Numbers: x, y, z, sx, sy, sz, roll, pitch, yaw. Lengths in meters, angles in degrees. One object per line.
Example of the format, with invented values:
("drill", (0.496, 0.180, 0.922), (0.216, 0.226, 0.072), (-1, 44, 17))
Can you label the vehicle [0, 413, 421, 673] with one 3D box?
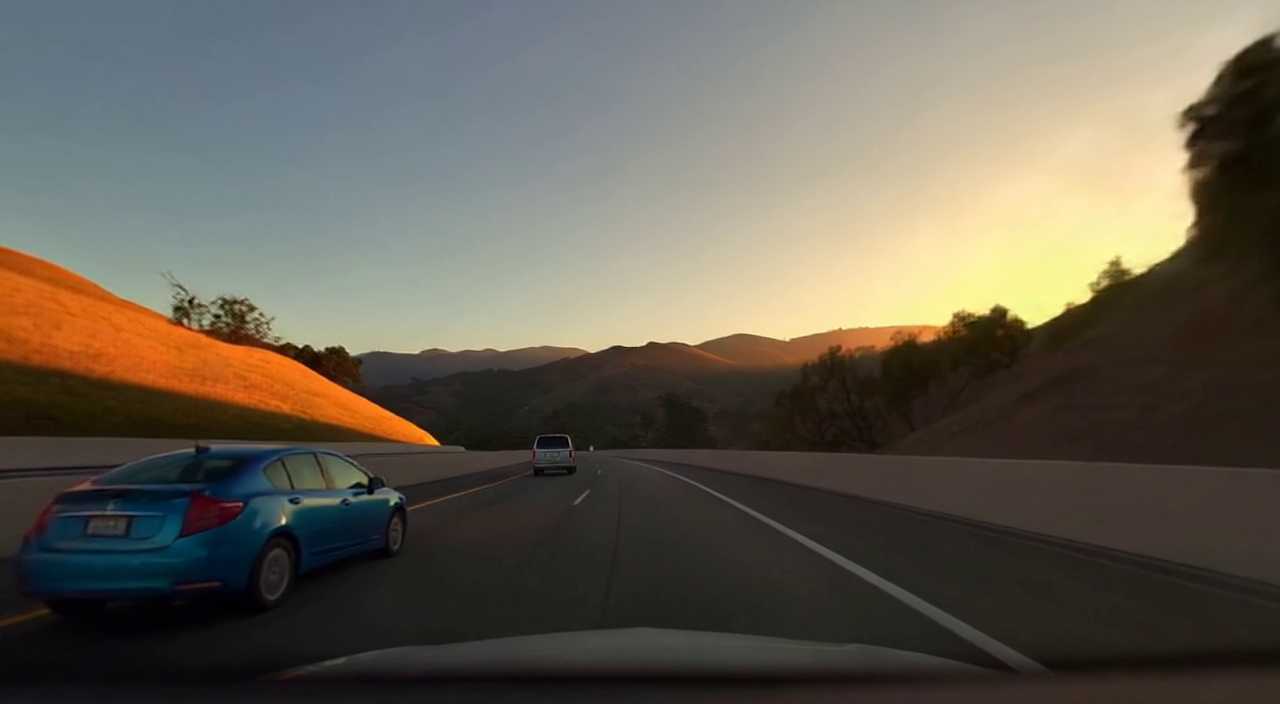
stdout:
("vehicle", (-4.022, 1.474, 6.073), (2.097, 1.511, 4.585), (-1, -9, 1))

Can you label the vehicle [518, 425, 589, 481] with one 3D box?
("vehicle", (-3.692, 4.457, 28.072), (2.444, 2.204, 5.568), (0, -9, -1))
